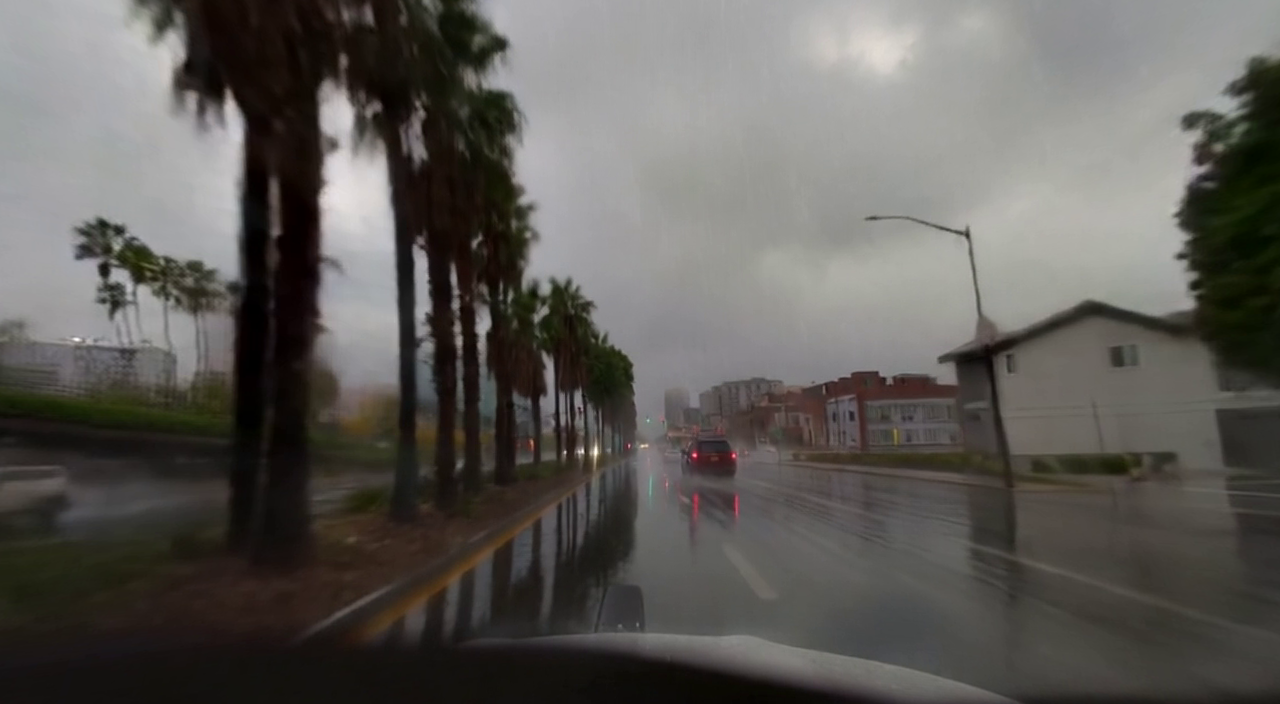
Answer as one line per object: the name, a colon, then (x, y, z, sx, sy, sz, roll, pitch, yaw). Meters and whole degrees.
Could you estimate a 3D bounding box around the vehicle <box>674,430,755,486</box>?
vehicle: (2.856, 4.298, 25.858, 2.559, 2.017, 5.562, 0, -9, -1)
